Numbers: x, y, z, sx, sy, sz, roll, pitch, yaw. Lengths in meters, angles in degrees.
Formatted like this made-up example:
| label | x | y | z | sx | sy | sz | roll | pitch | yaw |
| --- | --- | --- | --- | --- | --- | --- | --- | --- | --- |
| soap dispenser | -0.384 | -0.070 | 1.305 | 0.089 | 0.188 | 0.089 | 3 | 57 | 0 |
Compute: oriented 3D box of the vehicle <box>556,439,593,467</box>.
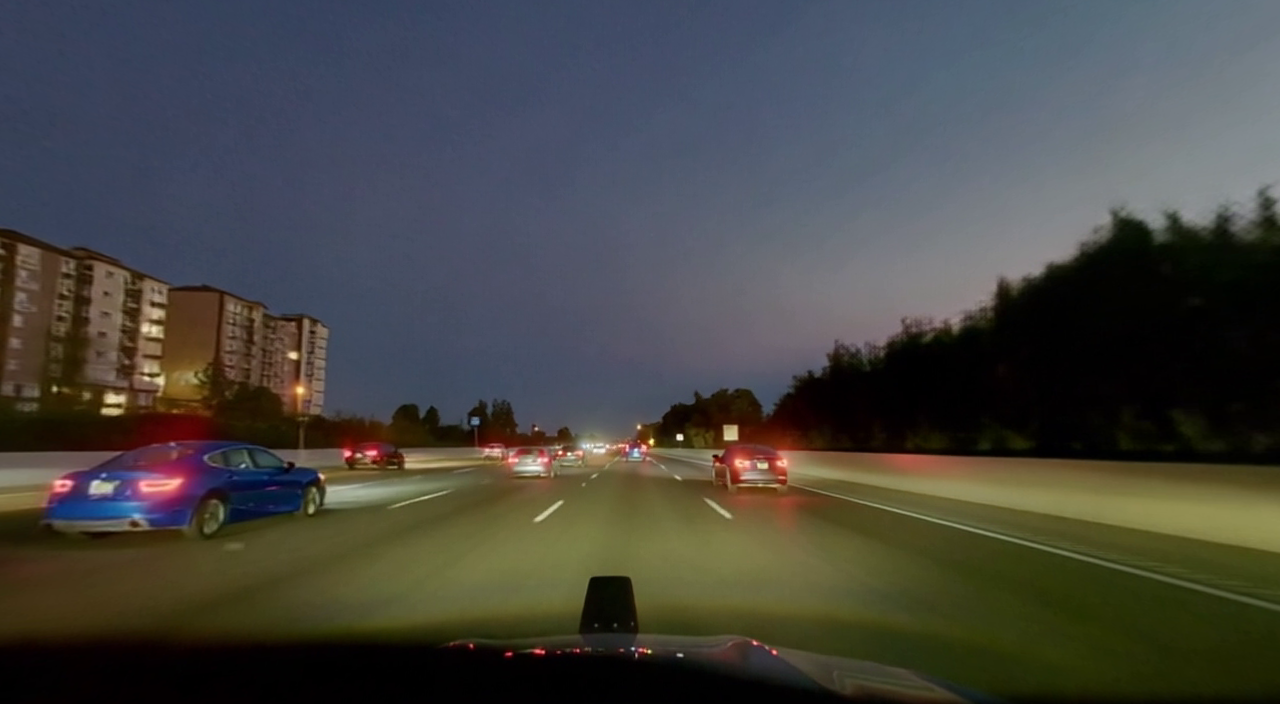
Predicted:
| label | x | y | z | sx | sy | sz | roll | pitch | yaw |
| --- | --- | --- | --- | --- | --- | --- | --- | --- | --- |
| vehicle | -4.421 | 6.914 | 43.347 | 2.044 | 1.774 | 4.329 | 0 | -8 | 0 |

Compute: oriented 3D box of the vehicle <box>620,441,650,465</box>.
| label | x | y | z | sx | sy | sz | roll | pitch | yaw |
| --- | --- | --- | --- | --- | --- | --- | --- | --- | --- |
| vehicle | -0.385 | 7.325 | 45.891 | 2.053 | 1.650 | 3.945 | 0 | -8 | -1 |

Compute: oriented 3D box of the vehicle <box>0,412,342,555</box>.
| label | x | y | z | sx | sy | sz | roll | pitch | yaw |
| --- | --- | --- | --- | --- | --- | --- | --- | --- | --- |
| vehicle | -7.239 | 2.029 | 10.519 | 2.086 | 1.776 | 5.080 | 0 | -8 | 0 |

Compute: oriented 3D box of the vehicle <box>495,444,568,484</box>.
| label | x | y | z | sx | sy | sz | roll | pitch | yaw |
| --- | --- | --- | --- | --- | --- | --- | --- | --- | --- |
| vehicle | -4.177 | 4.370 | 25.042 | 2.124 | 1.426 | 4.444 | 0 | -8 | -1 |

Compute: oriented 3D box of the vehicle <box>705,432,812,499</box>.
| label | x | y | z | sx | sy | sz | roll | pitch | yaw |
| --- | --- | --- | --- | --- | --- | --- | --- | --- | --- |
| vehicle | 3.189 | 3.149 | 17.976 | 2.061 | 1.658 | 4.417 | 0 | -8 | -2 |

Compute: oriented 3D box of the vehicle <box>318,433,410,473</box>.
| label | x | y | z | sx | sy | sz | roll | pitch | yaw |
| --- | --- | --- | --- | --- | --- | --- | --- | --- | --- |
| vehicle | -15.361 | 5.668 | 35.673 | 2.396 | 1.999 | 6.333 | 0 | -8 | 0 |
